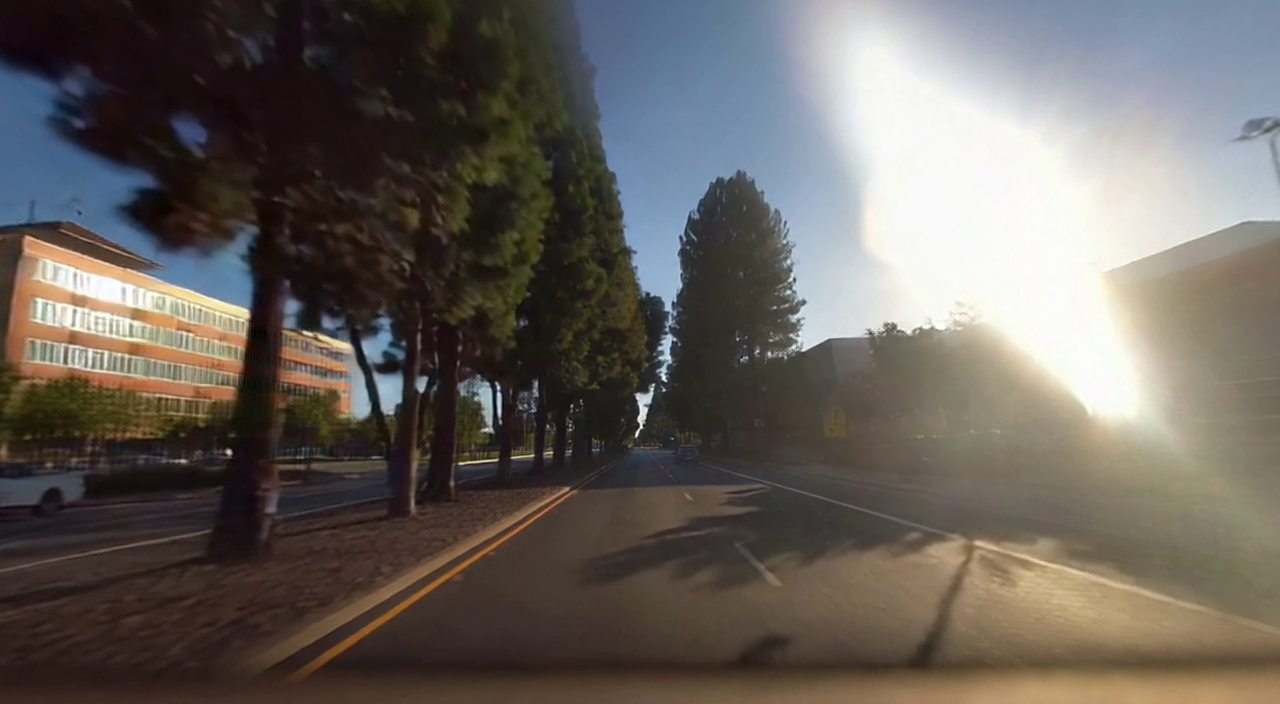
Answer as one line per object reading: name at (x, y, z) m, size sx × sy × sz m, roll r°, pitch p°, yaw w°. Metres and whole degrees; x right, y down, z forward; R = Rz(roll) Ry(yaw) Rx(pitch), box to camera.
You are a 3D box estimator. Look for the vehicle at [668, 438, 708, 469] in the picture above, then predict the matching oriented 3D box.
vehicle at (3.002, 6.509, 40.566) m, size 2.085 × 1.828 × 5.383 m, roll 0°, pitch -8°, yaw -1°
